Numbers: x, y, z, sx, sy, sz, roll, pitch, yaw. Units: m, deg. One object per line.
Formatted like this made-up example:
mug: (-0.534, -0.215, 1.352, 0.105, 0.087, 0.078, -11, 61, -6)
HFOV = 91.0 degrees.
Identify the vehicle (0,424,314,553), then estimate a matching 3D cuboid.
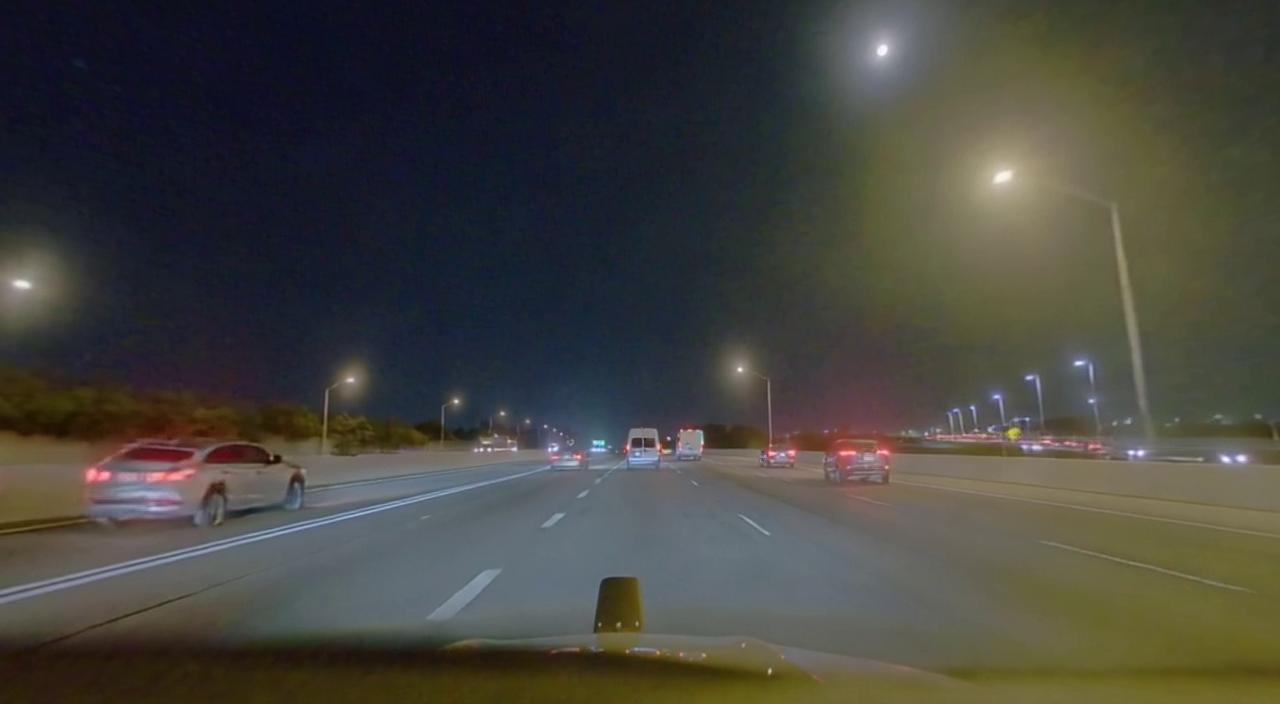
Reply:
vehicle: (-7.658, 2.087, 10.379, 2.108, 1.619, 4.548, 0, -9, 0)

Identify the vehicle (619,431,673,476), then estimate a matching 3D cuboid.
vehicle: (0.313, 5.105, 31.866, 2.509, 2.062, 4.639, 0, -9, 1)

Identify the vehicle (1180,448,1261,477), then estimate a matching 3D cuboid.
vehicle: (37.981, 7.180, 41.336, 2.039, 1.718, 4.674, -3, -9, 18)

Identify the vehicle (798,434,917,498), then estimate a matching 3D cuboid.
vehicle: (6.360, 3.374, 19.071, 2.146, 1.678, 4.489, 0, -9, 2)

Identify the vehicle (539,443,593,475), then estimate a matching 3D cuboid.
vehicle: (-3.732, 5.487, 32.596, 2.173, 1.542, 4.781, 0, -9, 1)

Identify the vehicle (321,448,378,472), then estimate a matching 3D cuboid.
vehicle: (-18.957, 7.049, 41.248, 1.843, 1.487, 3.747, 0, -9, 2)

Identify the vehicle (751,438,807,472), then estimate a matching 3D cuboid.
vehicle: (8.008, 5.977, 36.843, 2.147, 1.808, 5.243, 0, -9, 0)
